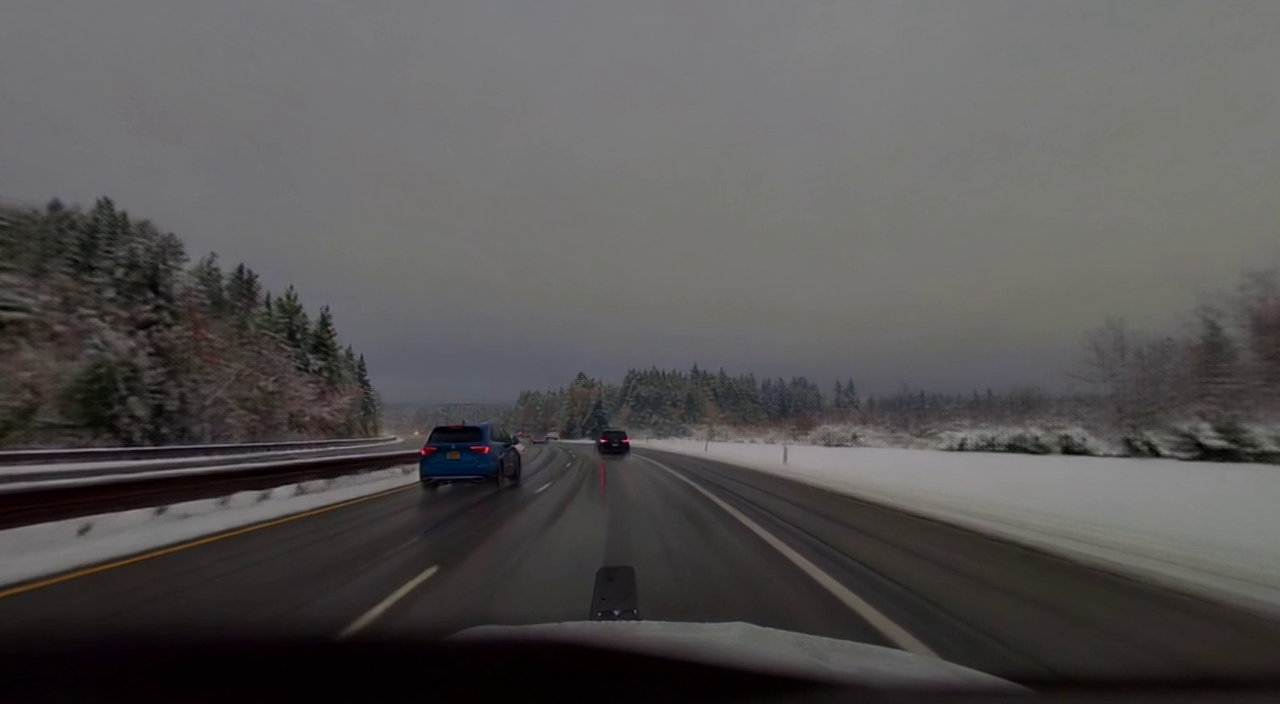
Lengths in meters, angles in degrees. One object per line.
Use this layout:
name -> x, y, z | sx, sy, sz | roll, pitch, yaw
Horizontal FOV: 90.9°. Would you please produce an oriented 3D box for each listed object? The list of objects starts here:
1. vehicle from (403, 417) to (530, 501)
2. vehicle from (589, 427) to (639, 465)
vehicle -> -4.241, 2.688, 16.342 | 2.053, 1.847, 4.760 | 0, -8, -2
vehicle -> -1.438, 4.920, 33.334 | 2.452, 1.857, 4.022 | 1, -8, -5
